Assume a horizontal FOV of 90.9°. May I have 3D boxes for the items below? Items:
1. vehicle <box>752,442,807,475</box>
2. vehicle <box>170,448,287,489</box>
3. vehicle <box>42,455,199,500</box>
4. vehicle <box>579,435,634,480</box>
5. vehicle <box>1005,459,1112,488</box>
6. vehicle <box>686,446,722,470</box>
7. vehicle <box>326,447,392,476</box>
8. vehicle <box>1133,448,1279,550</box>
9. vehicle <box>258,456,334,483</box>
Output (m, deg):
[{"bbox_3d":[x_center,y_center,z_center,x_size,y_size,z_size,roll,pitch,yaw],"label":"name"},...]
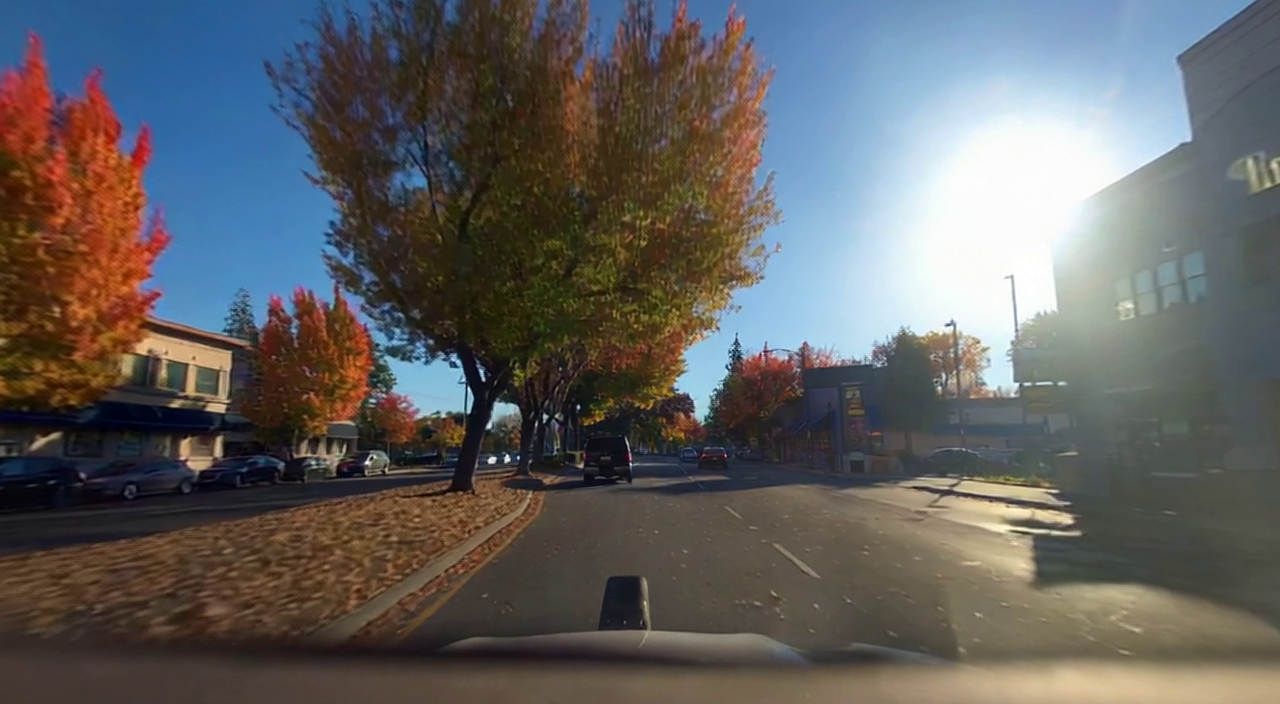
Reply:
[{"bbox_3d":[7.717,5.924,35.336,2.040,1.738,4.414,0,-9,0],"label":"vehicle"},{"bbox_3d":[-19.088,5.385,29.585,2.137,1.723,4.850,0,-8,1],"label":"vehicle"},{"bbox_3d":[-19.193,4.623,23.659,1.985,1.463,4.603,0,-8,-1],"label":"vehicle"},{"bbox_3d":[-1.584,4.815,29.051,2.344,1.863,4.665,1,-9,-4],"label":"vehicle"},{"bbox_3d":[27.939,8.108,42.215,5.680,1.772,2.071,0,-9,-3],"label":"vehicle"},{"bbox_3d":[4.142,6.909,41.313,1.886,1.464,4.290,0,-9,0],"label":"vehicle"},{"bbox_3d":[-18.823,7.343,42.497,1.914,1.785,5.408,0,-8,0],"label":"vehicle"},{"bbox_3d":[10.477,2.211,9.585,2.092,1.473,4.813,0,-9,1],"label":"vehicle"},{"bbox_3d":[-18.848,6.432,34.783,1.737,1.349,4.014,0,-9,3],"label":"vehicle"}]
